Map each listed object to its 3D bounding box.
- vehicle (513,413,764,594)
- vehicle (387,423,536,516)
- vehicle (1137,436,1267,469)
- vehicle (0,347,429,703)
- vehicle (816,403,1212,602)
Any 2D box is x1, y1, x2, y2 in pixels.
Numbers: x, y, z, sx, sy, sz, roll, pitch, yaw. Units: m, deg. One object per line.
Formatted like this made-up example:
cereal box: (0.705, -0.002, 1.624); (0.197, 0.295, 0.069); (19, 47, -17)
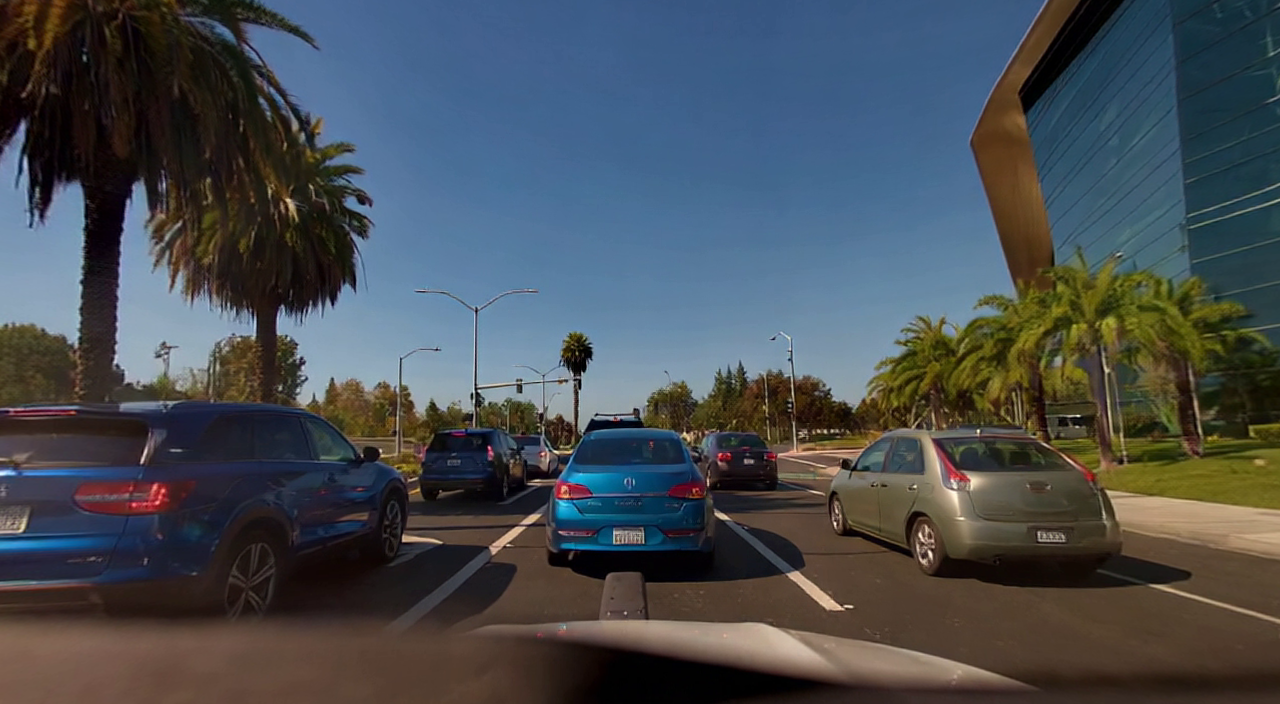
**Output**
vehicle: (-0.055, 1.663, 7.819); (2.219, 1.586, 4.321); (0, -8, -1)
vehicle: (-3.467, 2.357, 13.077); (1.917, 1.631, 3.768); (0, -8, 1)
vehicle: (25.446, 4.546, 28.654); (4.014, 1.417, 1.777); (-1, -8, 5)
vehicle: (-3.542, 1.173, 5.354); (2.014, 1.775, 4.404); (0, -8, -1)
vehicle: (3.835, 1.618, 7.688); (2.064, 1.696, 4.431); (0, -8, 0)
